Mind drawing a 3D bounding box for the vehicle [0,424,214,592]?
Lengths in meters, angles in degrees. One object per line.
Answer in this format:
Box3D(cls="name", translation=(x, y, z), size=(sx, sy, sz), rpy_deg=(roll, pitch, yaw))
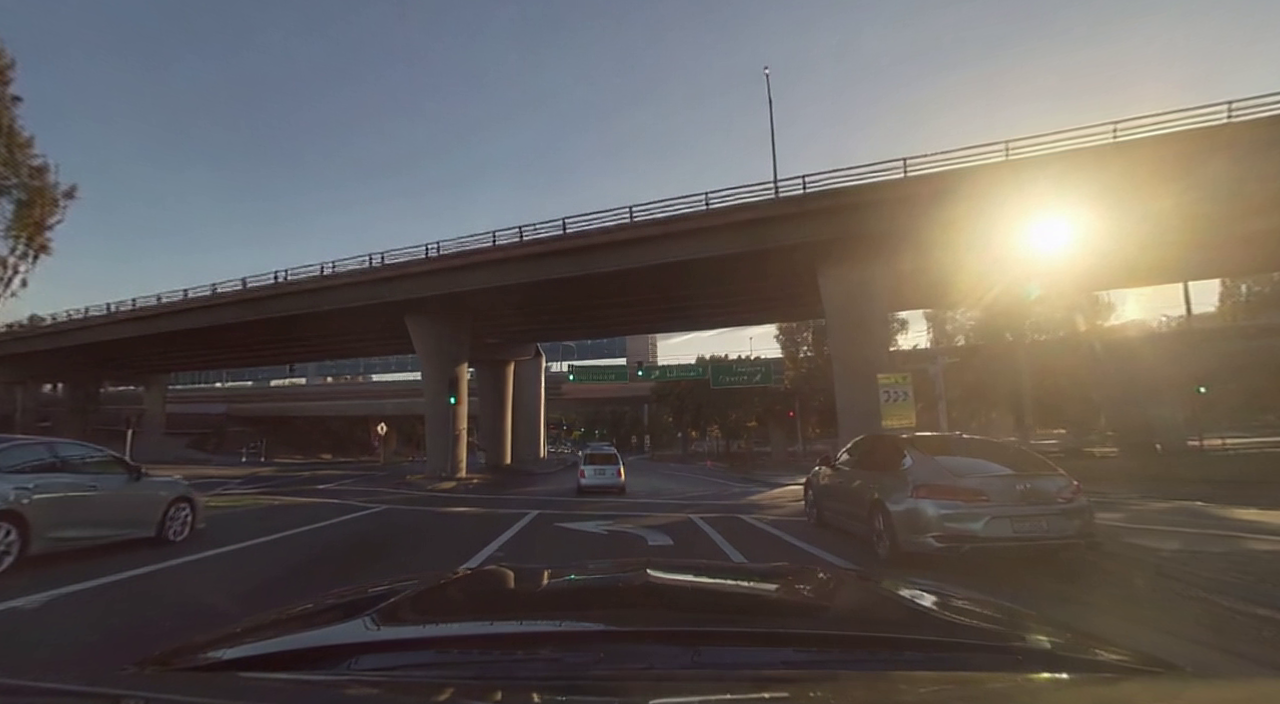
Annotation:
Box3D(cls="vehicle", translation=(-7.511, 1.721, 7.391), size=(2.108, 1.670, 4.235), rpy_deg=(0, -8, -1))
